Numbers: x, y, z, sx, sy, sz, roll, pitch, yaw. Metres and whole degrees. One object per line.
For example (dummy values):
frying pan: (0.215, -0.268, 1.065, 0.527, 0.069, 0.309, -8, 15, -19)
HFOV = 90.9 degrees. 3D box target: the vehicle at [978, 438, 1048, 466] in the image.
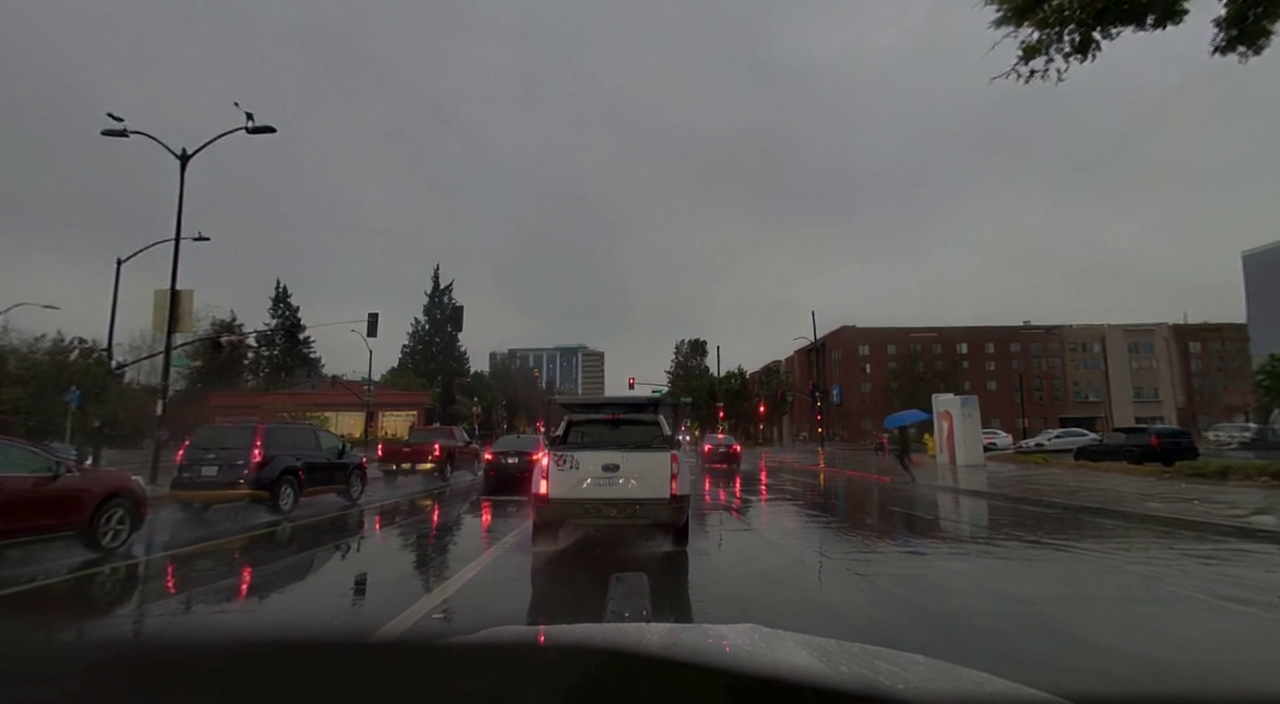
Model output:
vehicle: (20.118, 5.348, 33.962, 3.836, 1.443, 1.694, 5, -10, -35)

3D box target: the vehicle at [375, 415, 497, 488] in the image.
vehicle: (-6.475, 3.244, 20.694, 2.496, 2.112, 4.351, 0, -8, 0)

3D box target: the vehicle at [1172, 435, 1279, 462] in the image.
vehicle: (29.687, 4.863, 31.720, 4.176, 1.313, 1.719, 0, -8, 2)

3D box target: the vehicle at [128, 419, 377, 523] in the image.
vehicle: (-7.157, 2.236, 12.385, 1.941, 1.655, 4.503, 0, -8, 1)

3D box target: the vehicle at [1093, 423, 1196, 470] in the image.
vehicle: (19.264, 3.588, 24.033, 4.156, 1.622, 1.924, 6, -10, -36)

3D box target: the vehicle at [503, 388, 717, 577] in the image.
vehicle: (-0.302, 1.579, 8.321, 2.064, 1.817, 4.298, 0, -8, 0)

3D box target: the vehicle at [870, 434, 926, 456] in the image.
vehicle: (20.114, 7.224, 49.071, 4.361, 1.653, 2.034, 6, -10, -36)

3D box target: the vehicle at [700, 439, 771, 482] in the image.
vehicle: (3.439, 3.994, 23.543, 2.023, 1.441, 4.240, 0, -8, 1)

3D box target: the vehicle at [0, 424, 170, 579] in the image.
vehicle: (-6.964, 1.400, 5.848, 1.831, 1.451, 4.382, 0, -8, -1)
